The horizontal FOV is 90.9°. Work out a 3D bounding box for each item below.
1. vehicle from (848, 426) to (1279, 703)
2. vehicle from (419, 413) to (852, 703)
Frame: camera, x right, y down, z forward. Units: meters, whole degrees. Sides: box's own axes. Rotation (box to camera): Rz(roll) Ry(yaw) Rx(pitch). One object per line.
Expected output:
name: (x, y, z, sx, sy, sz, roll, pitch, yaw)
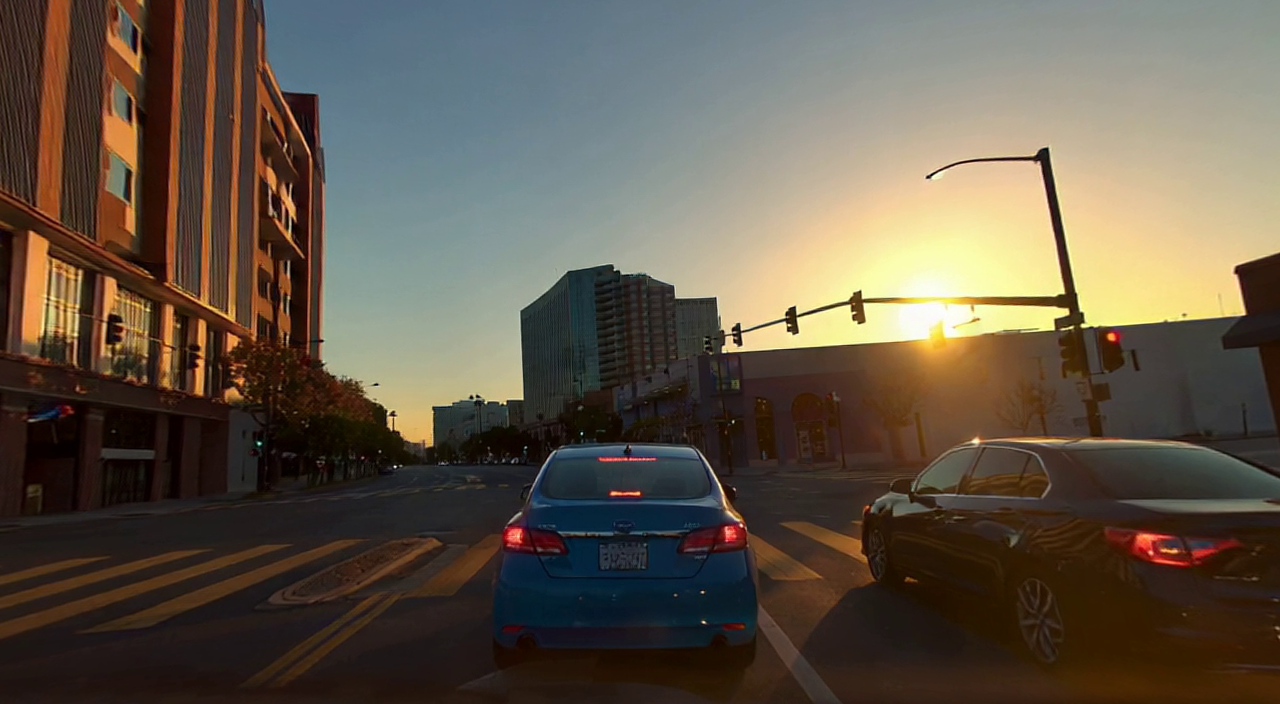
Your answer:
vehicle: (3.352, 1.376, 5.079, 1.860, 1.430, 4.089, 0, -8, -1)
vehicle: (-0.055, 1.349, 5.156, 2.094, 1.481, 4.078, 0, -8, -1)
